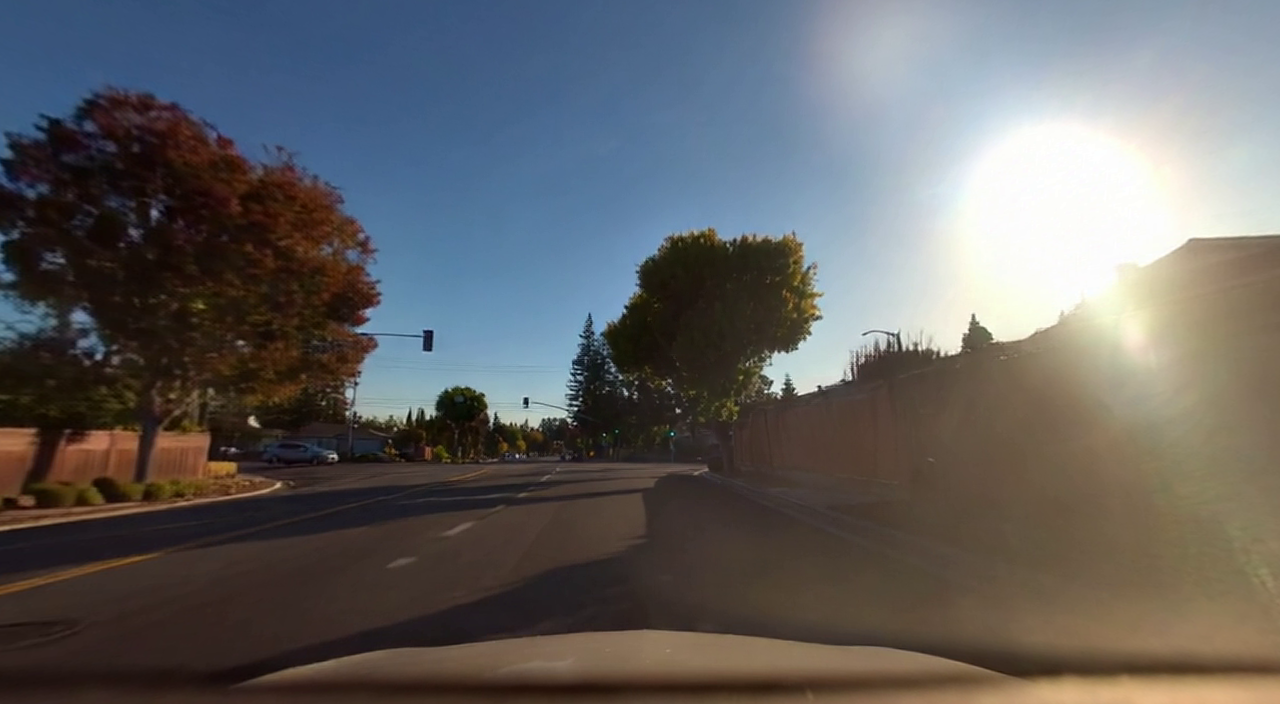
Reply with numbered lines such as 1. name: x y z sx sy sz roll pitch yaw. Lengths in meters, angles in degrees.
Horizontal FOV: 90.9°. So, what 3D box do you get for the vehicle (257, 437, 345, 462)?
1. vehicle: -24.728 7.114 46.186 5.107 1.749 2.254 0 -8 -6
